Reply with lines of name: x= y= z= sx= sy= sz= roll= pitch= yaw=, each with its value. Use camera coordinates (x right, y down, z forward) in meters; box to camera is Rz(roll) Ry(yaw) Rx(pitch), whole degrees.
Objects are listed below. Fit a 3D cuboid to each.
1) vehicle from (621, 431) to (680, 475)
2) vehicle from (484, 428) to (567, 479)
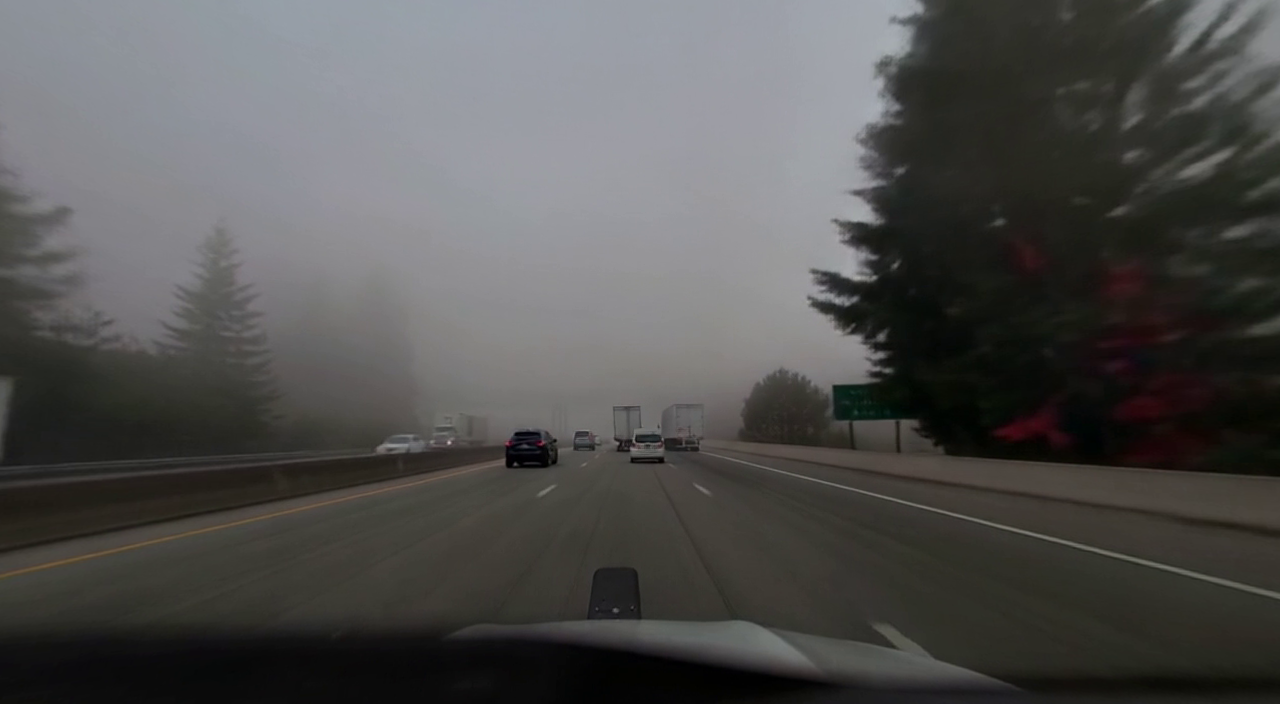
vehicle: x=0.322 y=3.751 z=23.729 sx=2.059 sy=1.522 sz=3.693 roll=0 pitch=-8 yaw=-1
vehicle: x=-3.761 y=3.405 z=21.578 sx=1.979 sy=1.527 sz=4.754 roll=0 pitch=-8 yaw=0
